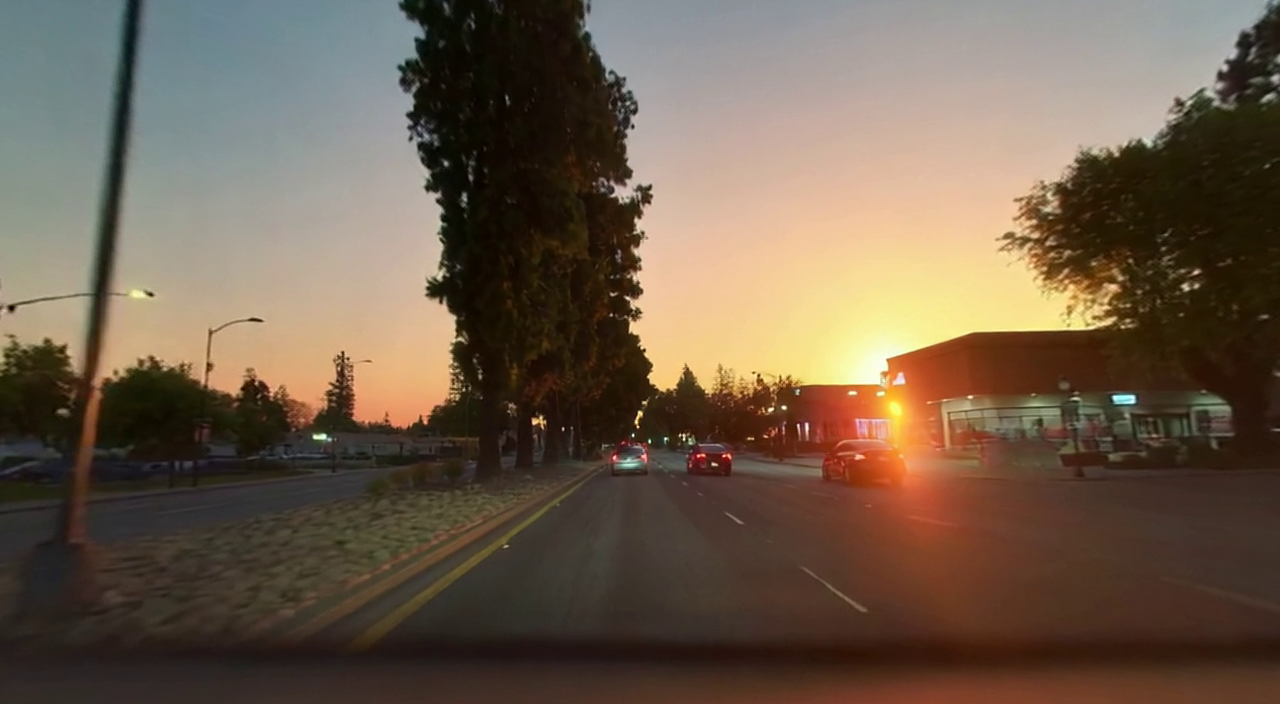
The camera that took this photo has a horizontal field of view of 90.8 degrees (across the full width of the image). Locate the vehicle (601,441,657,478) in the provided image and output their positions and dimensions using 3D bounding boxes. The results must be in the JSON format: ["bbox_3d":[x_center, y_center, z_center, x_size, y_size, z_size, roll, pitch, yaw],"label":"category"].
[{"bbox_3d":[-0.501,4.670,27.770,2.242,1.474,4.127,0,-8,-2],"label":"vehicle"}]

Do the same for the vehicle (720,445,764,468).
[{"bbox_3d":[6.525,6.706,40.843,2.068,1.393,3.874,0,-8,-2],"label":"vehicle"}]

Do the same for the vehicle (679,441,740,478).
[{"bbox_3d":[3.030,4.824,28.644,2.057,1.491,4.675,0,-8,-2],"label":"vehicle"}]
